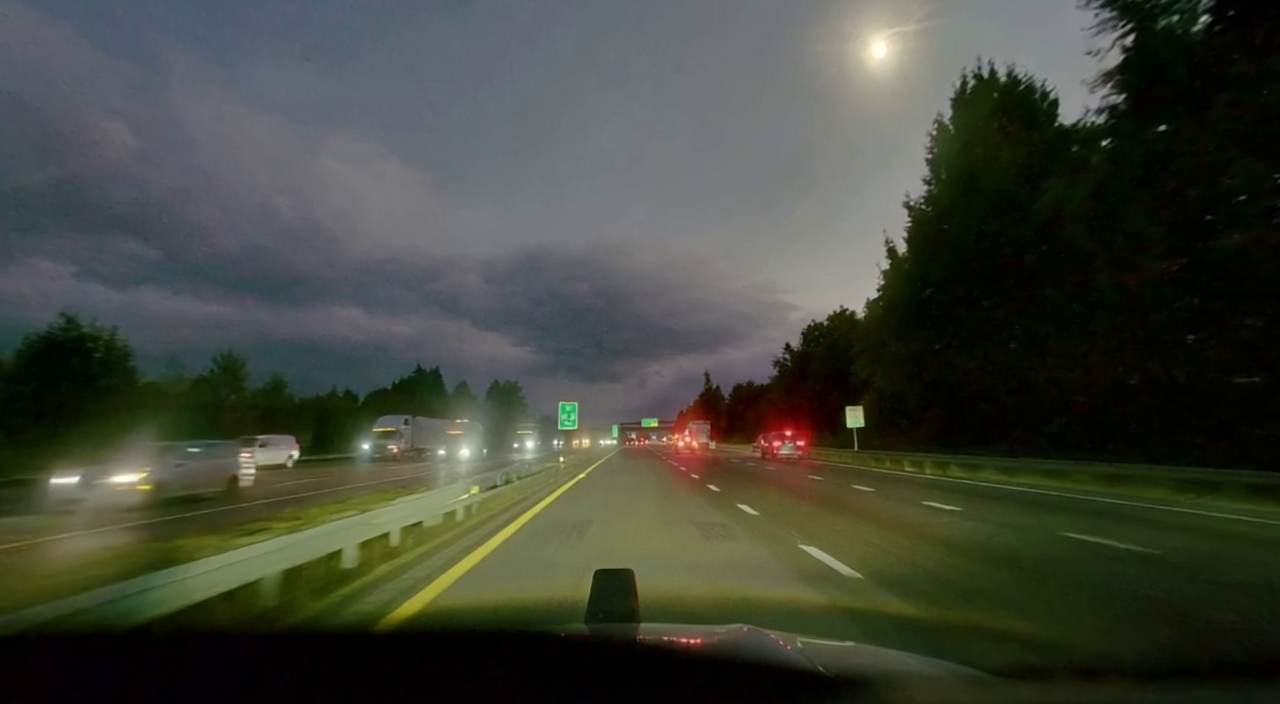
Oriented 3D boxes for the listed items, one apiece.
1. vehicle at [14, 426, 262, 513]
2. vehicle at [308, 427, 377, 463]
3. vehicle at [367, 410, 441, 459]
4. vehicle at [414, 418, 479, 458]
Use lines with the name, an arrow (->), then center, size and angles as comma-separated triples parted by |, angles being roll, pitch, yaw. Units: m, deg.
vehicle -> -9.403, 2.188, 12.260 | 1.777, 1.420, 3.657 | 0, -8, 0
vehicle -> -13.553, 4.246, 28.840 | 1.684, 1.545, 2.900 | 0, -8, 0
vehicle -> -17.451, 6.179, 47.230 | 2.901, 3.354, 7.008 | 0, -8, -1
vehicle -> -13.127, 5.908, 43.403 | 2.205, 2.451, 7.175 | 0, -8, 0
